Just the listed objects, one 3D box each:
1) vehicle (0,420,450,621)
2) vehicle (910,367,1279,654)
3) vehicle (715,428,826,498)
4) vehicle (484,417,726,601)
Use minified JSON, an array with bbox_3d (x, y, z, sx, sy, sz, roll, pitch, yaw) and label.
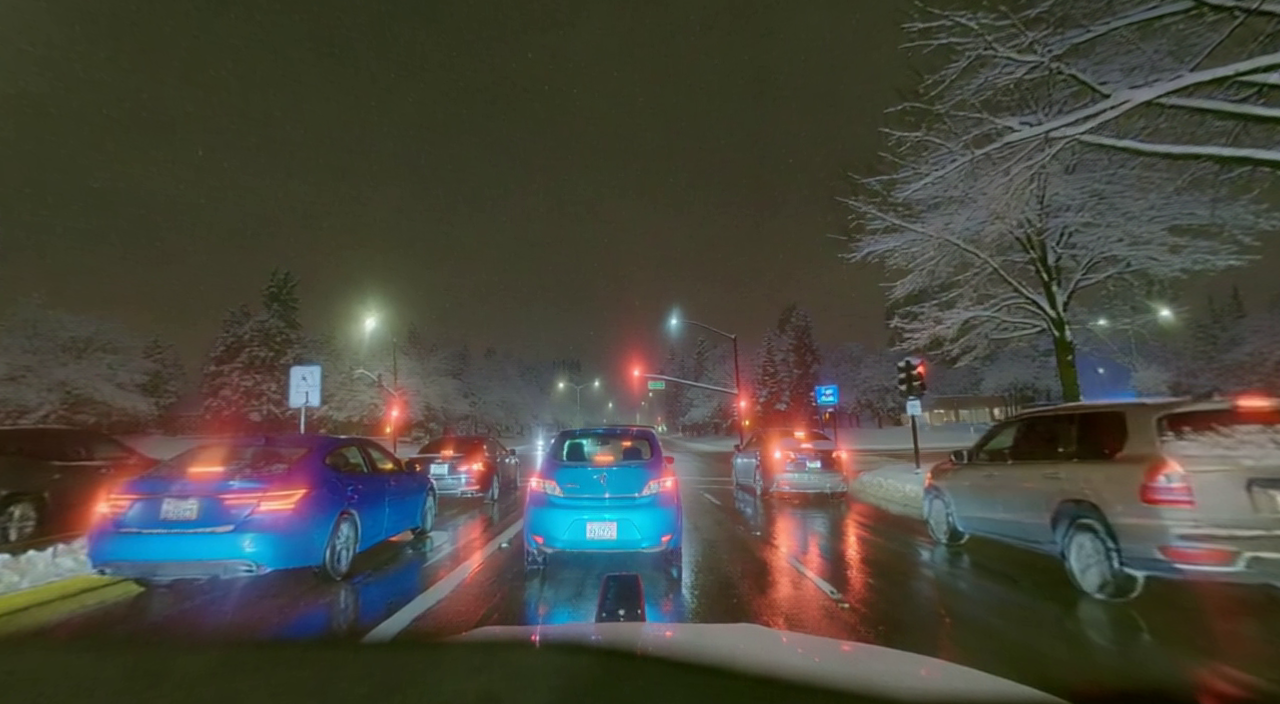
[{"bbox_3d":[-3.811,1.588,6.985,2.074,1.485,4.395,0,-8,0],"label":"vehicle"},{"bbox_3d":[4.775,1.295,6.228,2.038,1.750,4.535,0,-8,-2],"label":"vehicle"},{"bbox_3d":[3.437,3.003,17.513,2.028,1.678,4.220,0,-8,-2],"label":"vehicle"},{"bbox_3d":[-0.353,1.640,7.508,2.045,1.533,4.183,0,-8,-2],"label":"vehicle"}]
